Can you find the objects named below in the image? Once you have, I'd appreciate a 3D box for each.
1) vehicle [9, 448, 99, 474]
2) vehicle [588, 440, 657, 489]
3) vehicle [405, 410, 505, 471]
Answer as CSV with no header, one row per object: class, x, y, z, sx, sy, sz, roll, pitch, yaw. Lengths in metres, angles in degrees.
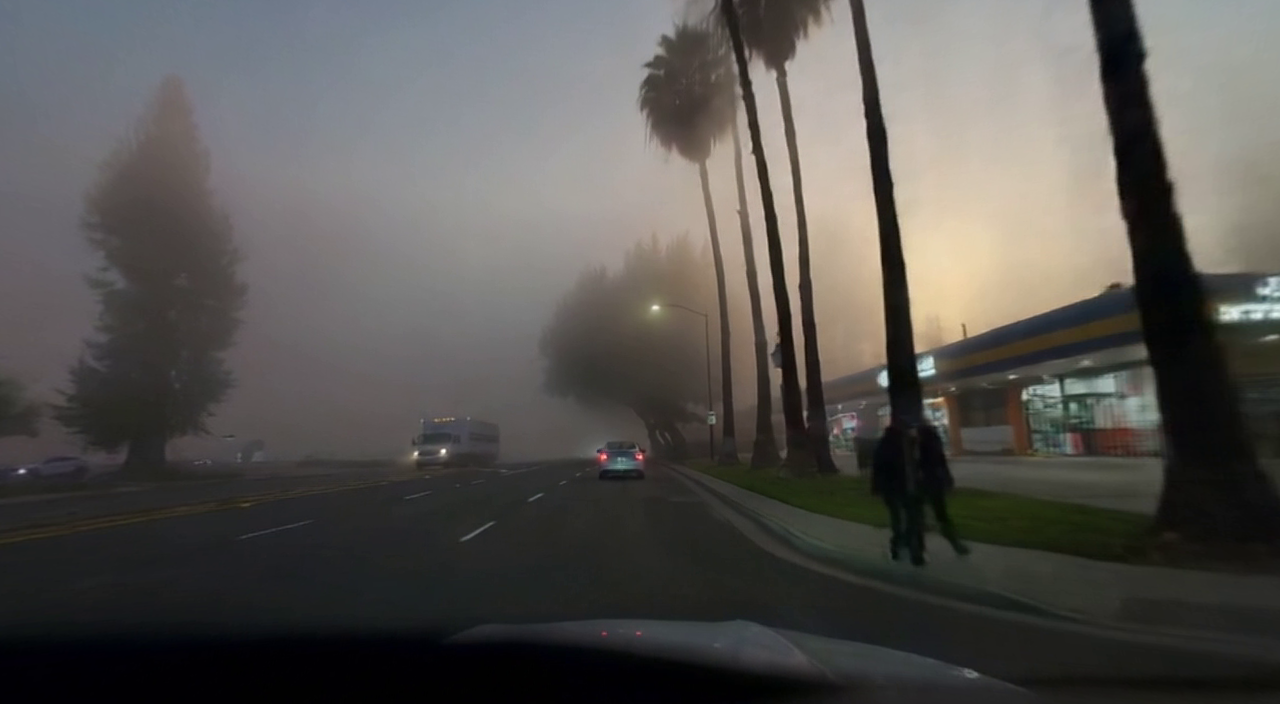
vehicle,-44.310,8.229,47.793,4.802,1.933,2.076,-1,-9,4
vehicle,-0.560,3.719,21.225,2.076,1.486,4.119,0,-9,-1
vehicle,-12.055,6.060,42.820,3.022,3.532,12.586,0,-9,0
